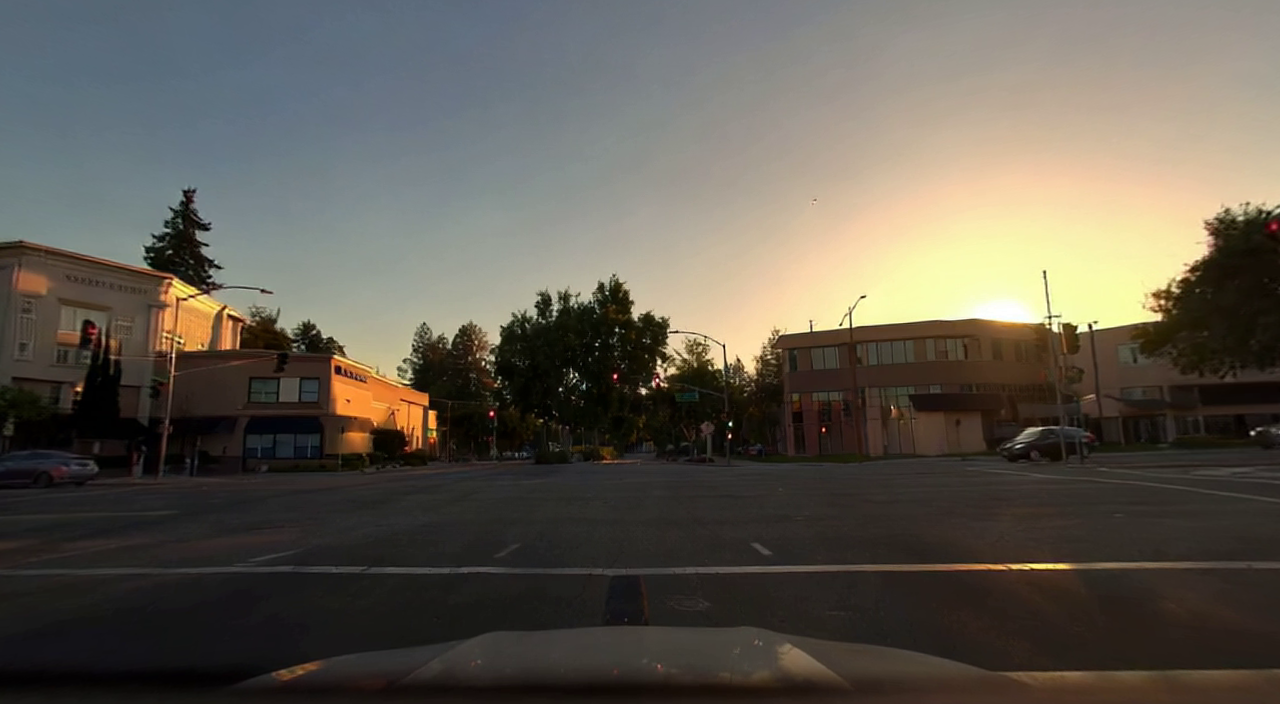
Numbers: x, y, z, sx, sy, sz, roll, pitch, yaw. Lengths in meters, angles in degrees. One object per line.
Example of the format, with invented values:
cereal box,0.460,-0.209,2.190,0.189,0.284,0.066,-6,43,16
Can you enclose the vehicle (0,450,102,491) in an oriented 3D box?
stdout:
vehicle,-25.236,4.844,26.018,4.332,1.573,1.900,0,-8,3

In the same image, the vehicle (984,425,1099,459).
vehicle,20.446,4.593,32.215,4.483,1.691,1.949,0,-8,1
